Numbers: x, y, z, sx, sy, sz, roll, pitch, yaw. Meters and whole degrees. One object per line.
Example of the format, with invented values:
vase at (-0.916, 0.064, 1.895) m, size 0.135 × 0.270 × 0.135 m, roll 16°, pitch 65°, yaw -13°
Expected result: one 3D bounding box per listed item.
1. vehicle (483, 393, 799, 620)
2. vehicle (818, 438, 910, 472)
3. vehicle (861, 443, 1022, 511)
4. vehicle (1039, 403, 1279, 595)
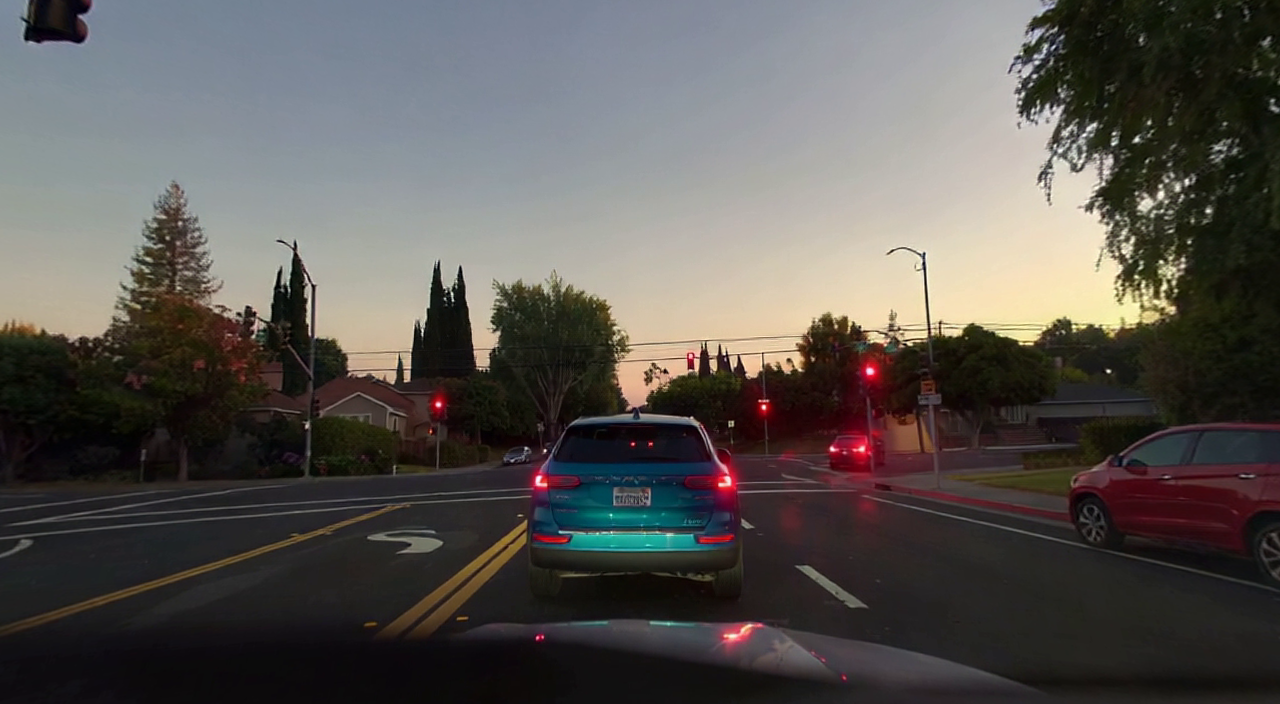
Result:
vehicle at (0.035, 1.461, 6.904) m, size 2.322 × 1.667 × 4.367 m, roll 0°, pitch -8°, yaw 1°
vehicle at (11.177, 5.069, 31.306) m, size 4.755 × 1.527 × 2.077 m, roll 7°, pitch -11°, yaw -40°
vehicle at (7.277, 3.011, 15.818) m, size 1.860 × 1.436 × 4.479 m, roll 0°, pitch -8°, yaw 0°
vehicle at (7.016, 1.546, 7.049) m, size 1.989 × 1.791 × 4.735 m, roll 0°, pitch -8°, yaw 0°
